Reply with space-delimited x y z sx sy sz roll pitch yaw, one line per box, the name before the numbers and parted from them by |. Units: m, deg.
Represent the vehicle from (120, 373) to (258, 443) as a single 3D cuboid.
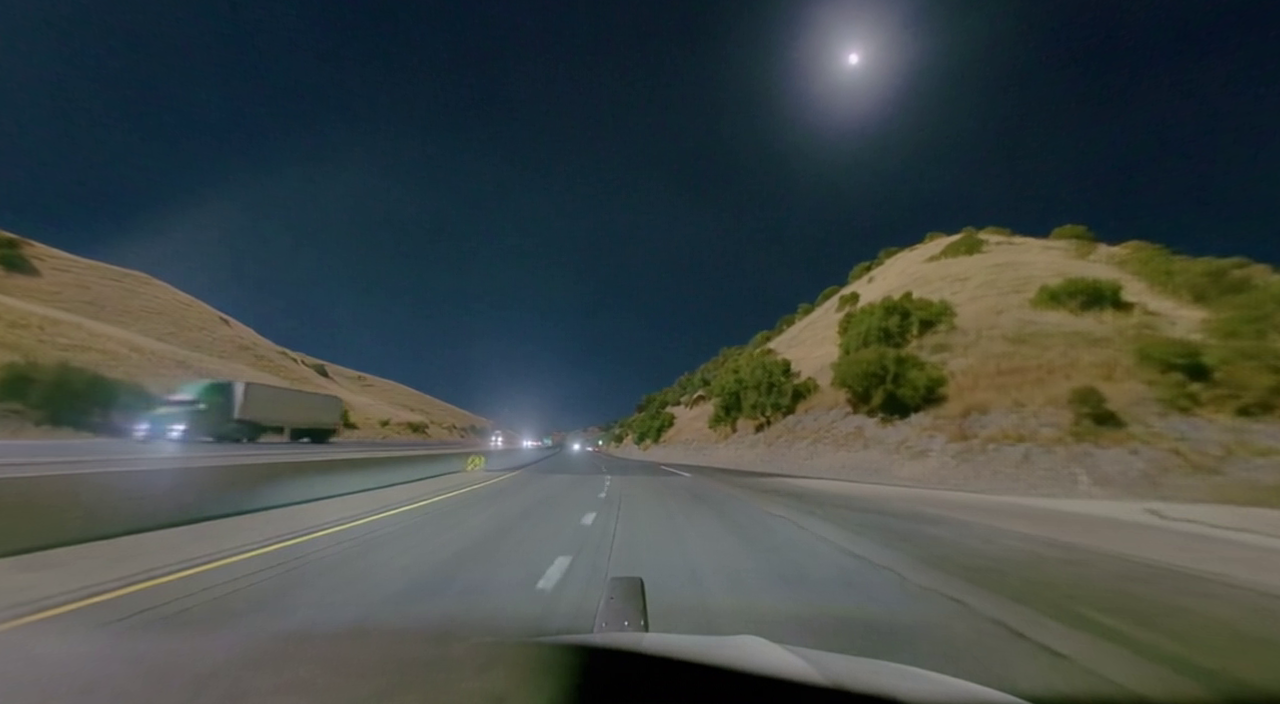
vehicle | -28.565 3.838 40.570 3.019 3.990 8.225 1 -9 -3
